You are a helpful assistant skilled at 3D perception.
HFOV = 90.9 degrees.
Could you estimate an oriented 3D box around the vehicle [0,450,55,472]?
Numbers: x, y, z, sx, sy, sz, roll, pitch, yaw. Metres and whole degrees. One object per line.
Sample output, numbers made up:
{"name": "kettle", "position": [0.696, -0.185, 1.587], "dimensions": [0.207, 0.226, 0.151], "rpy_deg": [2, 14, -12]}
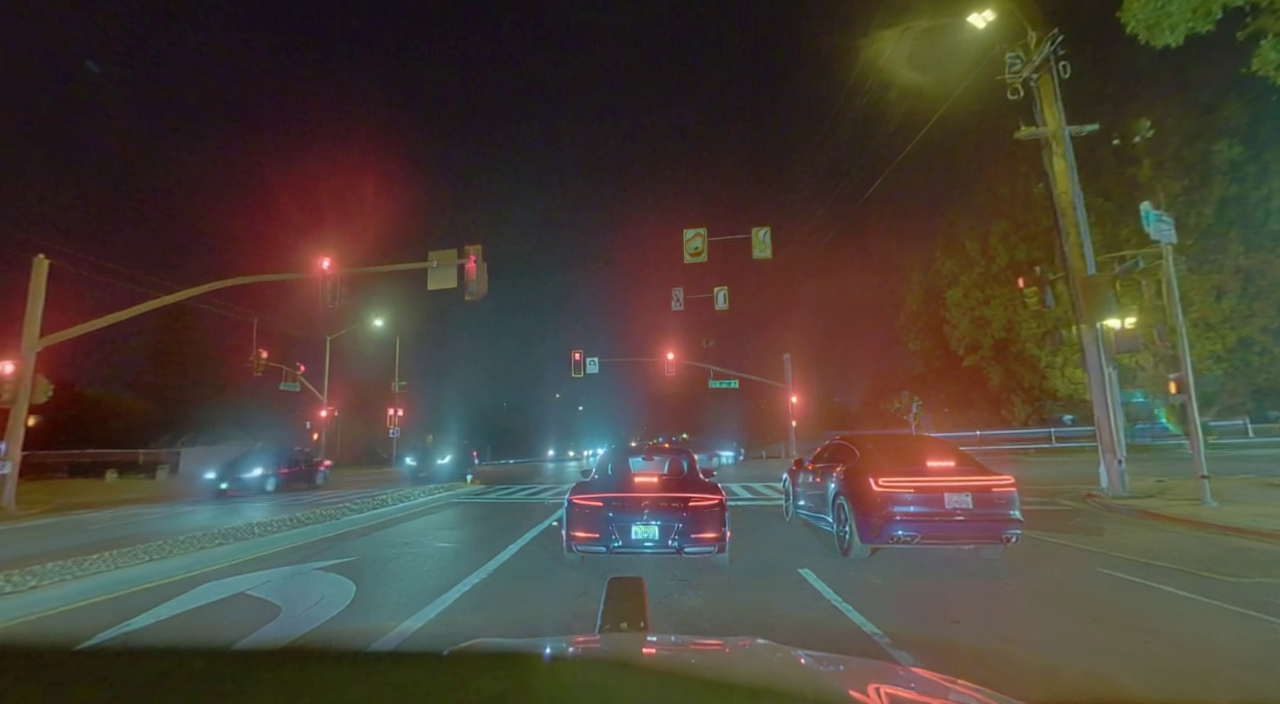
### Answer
{"name": "vehicle", "position": [-46.169, 7.959, 46.166], "dimensions": [4.545, 1.558, 1.833], "rpy_deg": [0, -8, -4]}

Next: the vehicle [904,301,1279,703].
{"name": "vehicle", "position": [3.112, 0.802, 2.526], "dimensions": [2.143, 1.759, 4.531], "rpy_deg": [0, -8, 0]}

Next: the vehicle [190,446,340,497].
{"name": "vehicle", "position": [-11.950, 3.809, 20.527], "dimensions": [2.053, 1.436, 4.494], "rpy_deg": [0, -8, 1]}

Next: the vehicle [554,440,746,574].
{"name": "vehicle", "position": [0.123, 1.868, 8.394], "dimensions": [1.945, 1.343, 3.827], "rpy_deg": [0, -8, 1]}

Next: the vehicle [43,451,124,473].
{"name": "vehicle", "position": [-41.286, 8.159, 46.796], "dimensions": [4.195, 1.533, 1.752], "rpy_deg": [0, -8, -3]}

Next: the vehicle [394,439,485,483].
{"name": "vehicle", "position": [-8.215, 4.503, 26.368], "dimensions": [2.091, 1.651, 4.870], "rpy_deg": [0, -8, 2]}
